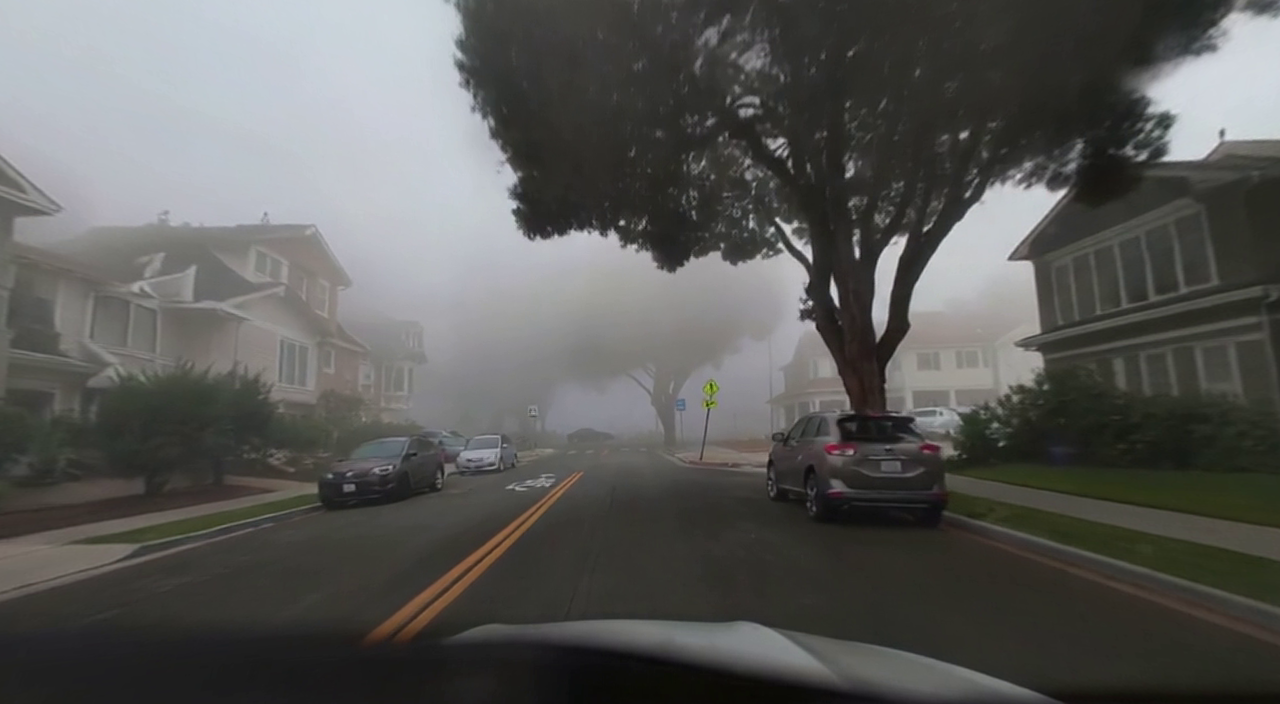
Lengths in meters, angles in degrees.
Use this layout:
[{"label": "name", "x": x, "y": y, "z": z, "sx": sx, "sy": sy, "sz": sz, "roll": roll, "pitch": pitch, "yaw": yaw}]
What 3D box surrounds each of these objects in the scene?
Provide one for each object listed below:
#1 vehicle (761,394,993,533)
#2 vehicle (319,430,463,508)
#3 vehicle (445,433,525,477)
[{"label": "vehicle", "x": 3.334, "y": 1.658, "z": 10.035, "sx": 1.997, "sy": 1.663, "sz": 4.544, "roll": -1, "pitch": -7, "yaw": 1}, {"label": "vehicle", "x": -5.606, "y": 2.614, "z": 14.704, "sx": 1.842, "sy": 1.540, "sz": 3.704, "roll": -1, "pitch": -7, "yaw": 0}, {"label": "vehicle", "x": -5.670, "y": 3.781, "z": 23.547, "sx": 1.919, "sy": 1.464, "sz": 4.155, "roll": 0, "pitch": -8, "yaw": 0}]
